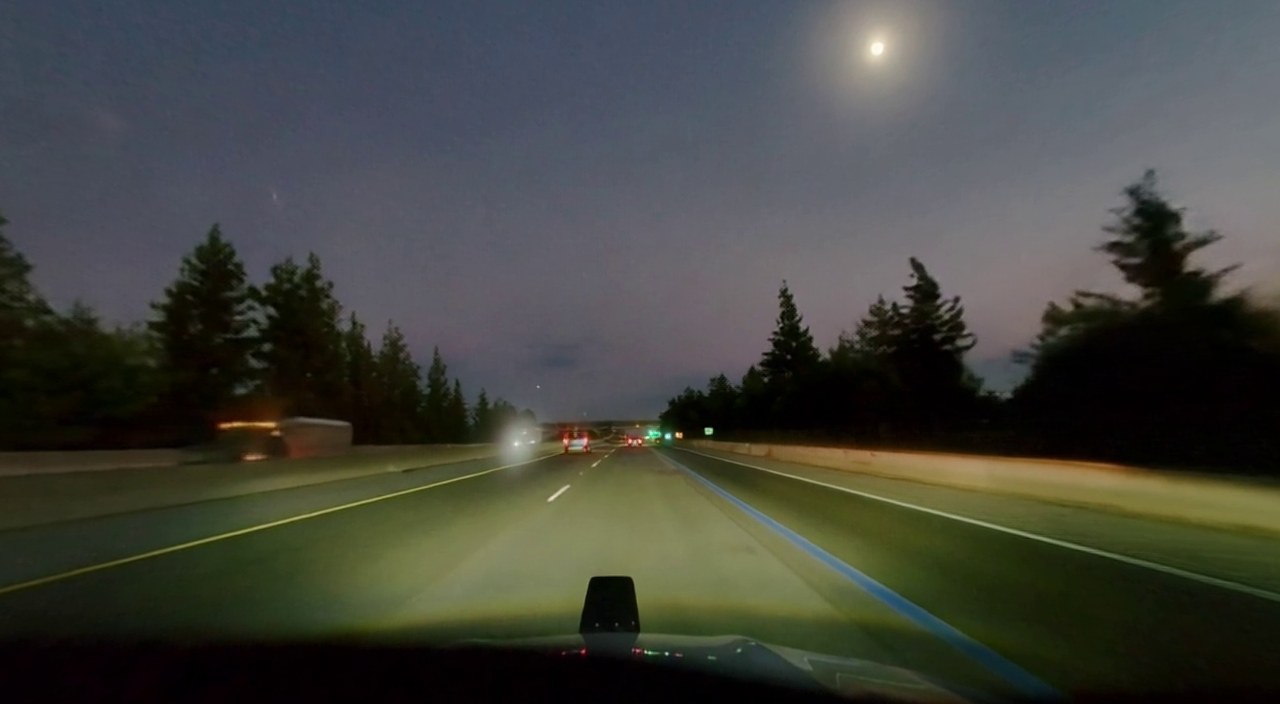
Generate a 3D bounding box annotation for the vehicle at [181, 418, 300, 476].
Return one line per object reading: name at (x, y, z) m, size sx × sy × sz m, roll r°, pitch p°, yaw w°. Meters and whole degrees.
vehicle at (-16.633, 3.969, 26.522) m, size 2.184 × 2.216 × 4.156 m, roll 0°, pitch -8°, yaw 0°

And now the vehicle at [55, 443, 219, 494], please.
vehicle at (-16.570, 3.823, 21.115) m, size 1.800 × 1.475 × 4.489 m, roll 0°, pitch -8°, yaw -1°

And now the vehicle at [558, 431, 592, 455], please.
vehicle at (-4.578, 6.524, 45.124) m, size 2.003 × 1.626 × 4.256 m, roll 0°, pitch -8°, yaw 0°
